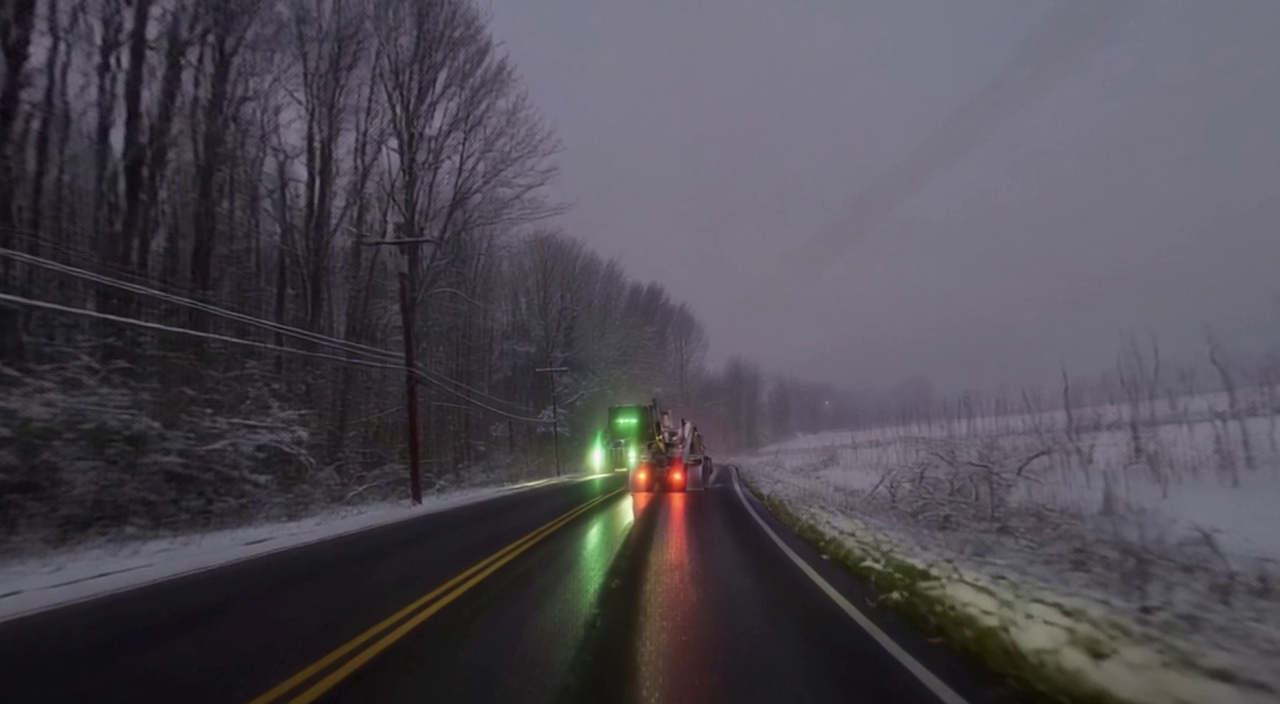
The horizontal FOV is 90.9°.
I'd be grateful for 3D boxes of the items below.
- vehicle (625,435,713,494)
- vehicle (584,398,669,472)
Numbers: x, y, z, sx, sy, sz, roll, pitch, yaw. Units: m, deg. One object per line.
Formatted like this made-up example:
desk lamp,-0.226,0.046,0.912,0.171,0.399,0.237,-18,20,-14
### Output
vehicle,0.880,3.158,18.035,2.196,1.465,4.294,-1,-9,4
vehicle,-0.659,5.598,41.267,4.788,4.368,6.529,0,-11,5
